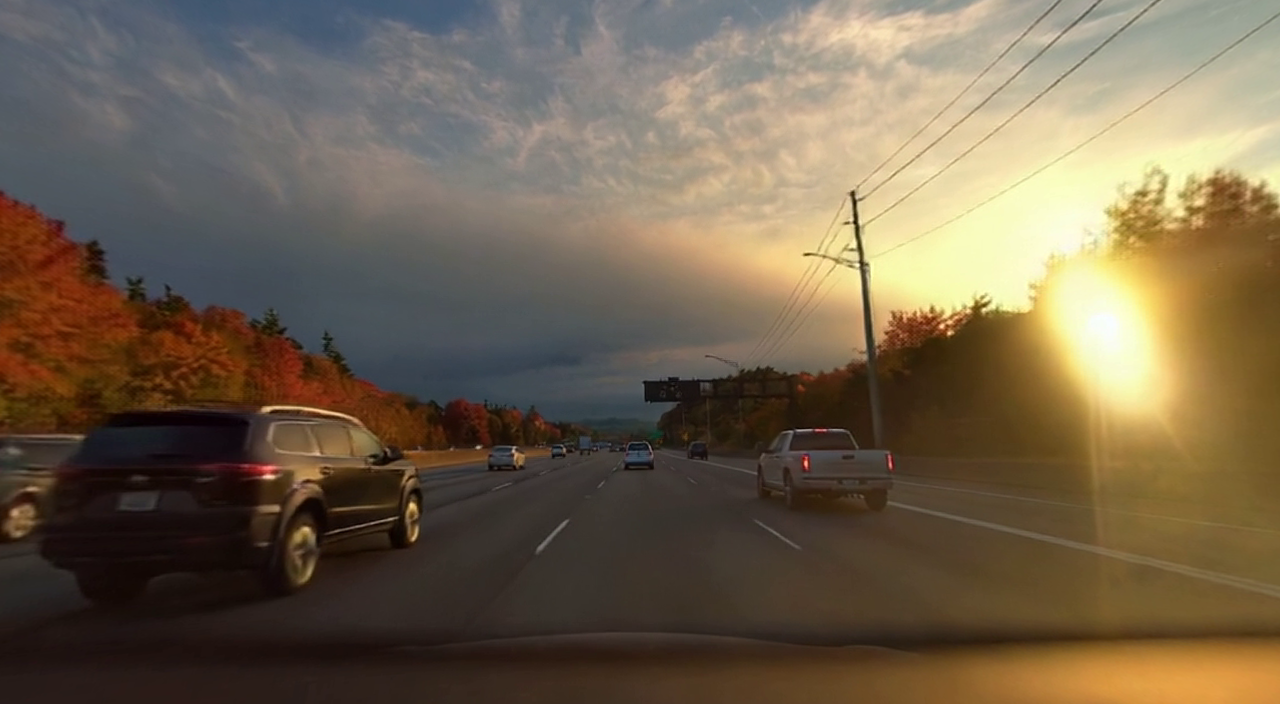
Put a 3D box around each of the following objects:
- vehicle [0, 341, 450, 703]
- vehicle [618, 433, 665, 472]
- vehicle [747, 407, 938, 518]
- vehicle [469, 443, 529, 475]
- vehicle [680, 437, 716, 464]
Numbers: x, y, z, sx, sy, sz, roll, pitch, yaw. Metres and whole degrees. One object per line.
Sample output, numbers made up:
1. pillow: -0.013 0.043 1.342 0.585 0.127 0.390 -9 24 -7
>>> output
1. vehicle: -3.280 1.172 4.904 2.154 1.783 4.476 0 -9 0
2. vehicle: 0.072 5.473 34.441 2.372 1.957 5.121 0 -9 0
3. vehicle: 4.167 2.448 14.345 2.388 1.998 5.749 0 -9 0
4. vehicle: -7.140 5.440 32.301 2.014 1.526 4.577 0 -9 0
5. vehicle: 4.510 7.828 49.992 2.380 1.976 5.614 0 -9 0
